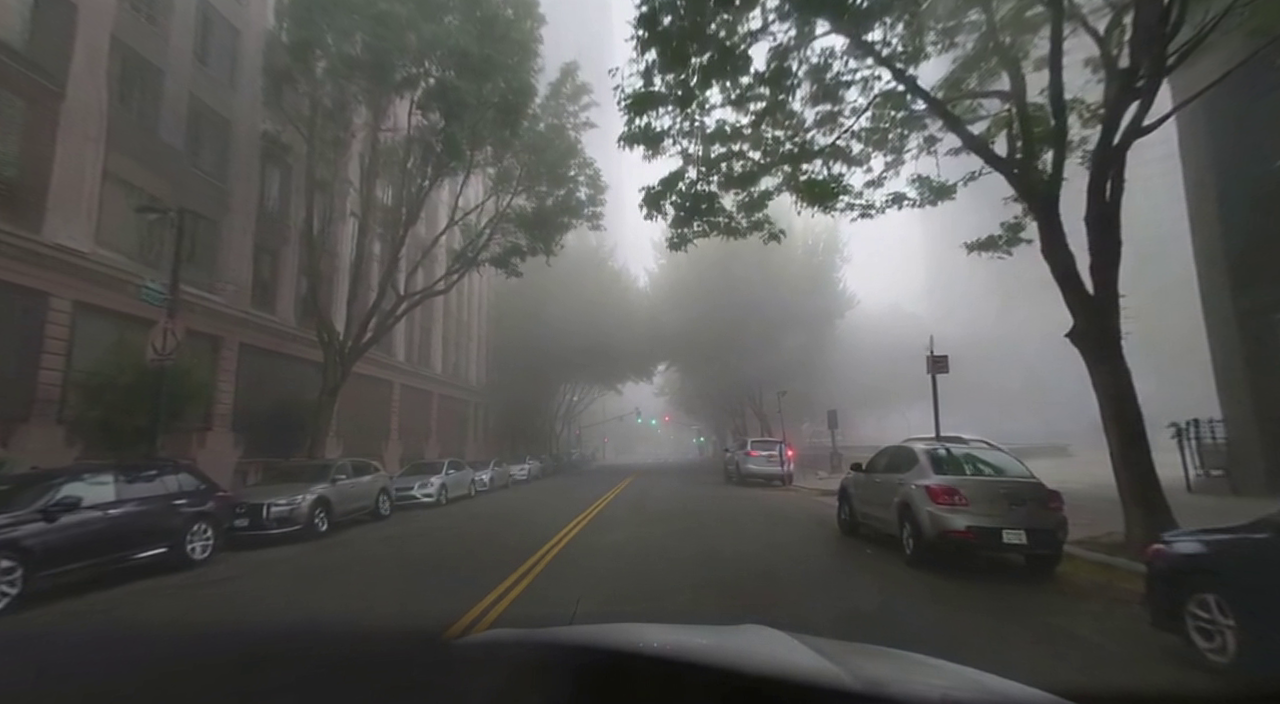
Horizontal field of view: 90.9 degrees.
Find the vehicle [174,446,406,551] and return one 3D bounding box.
[{"bbox_3d":[-6.722,2.799,12.895,2.123,1.596,4.659,-2,-8,-1],"label":"vehicle"}]

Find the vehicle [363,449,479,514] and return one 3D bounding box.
[{"bbox_3d":[-6.497,3.840,19.322,1.944,1.574,4.717,-2,-8,-1],"label":"vehicle"}]

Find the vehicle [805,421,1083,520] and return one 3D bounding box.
[{"bbox_3d":[6.314,2.514,13.723,4.772,1.876,2.400,-1,-8,1],"label":"vehicle"}]

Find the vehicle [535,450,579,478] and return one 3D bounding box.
[{"bbox_3d":[-5.363,7.287,41.415,2.270,1.539,4.855,-2,-8,-1],"label":"vehicle"}]

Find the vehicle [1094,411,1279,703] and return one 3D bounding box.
[{"bbox_3d":[4.497,0.918,2.160,2.331,1.533,4.831,-1,-8,1],"label":"vehicle"}]

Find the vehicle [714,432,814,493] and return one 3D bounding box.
[{"bbox_3d":[4.584,4.173,24.507,2.568,2.001,5.999,-2,-8,-1],"label":"vehicle"}]

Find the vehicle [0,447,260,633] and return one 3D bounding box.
[{"bbox_3d":[-7.017,1.990,7.238,2.244,1.616,5.013,-2,-8,-1],"label":"vehicle"}]
